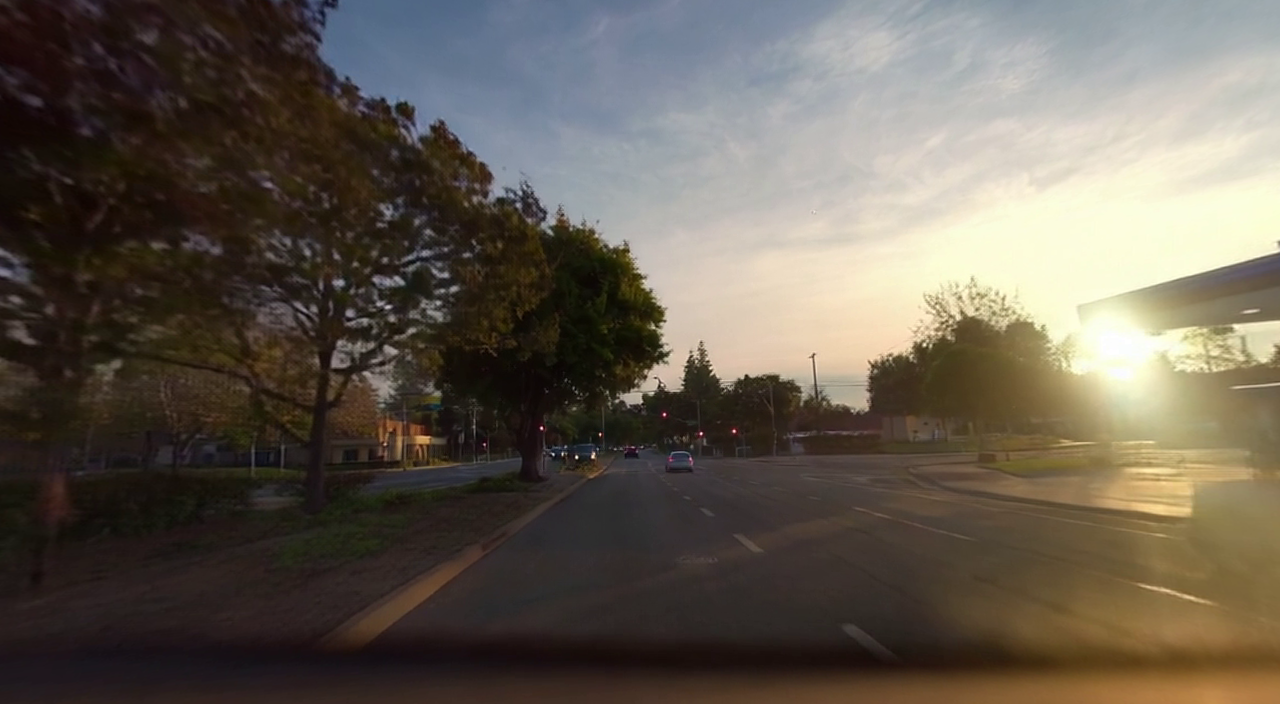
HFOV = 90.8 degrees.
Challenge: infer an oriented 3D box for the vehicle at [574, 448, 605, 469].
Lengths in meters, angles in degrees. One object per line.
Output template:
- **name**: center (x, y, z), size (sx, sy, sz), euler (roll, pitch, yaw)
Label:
- **vehicle**: center (-3.804, 8.093, 48.222), size (2.049, 1.449, 4.213), euler (0, -9, 0)

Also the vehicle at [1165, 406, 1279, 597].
- **vehicle**: center (6.644, 1.184, 4.688), size (1.950, 1.668, 4.053), euler (0, -9, 0)
